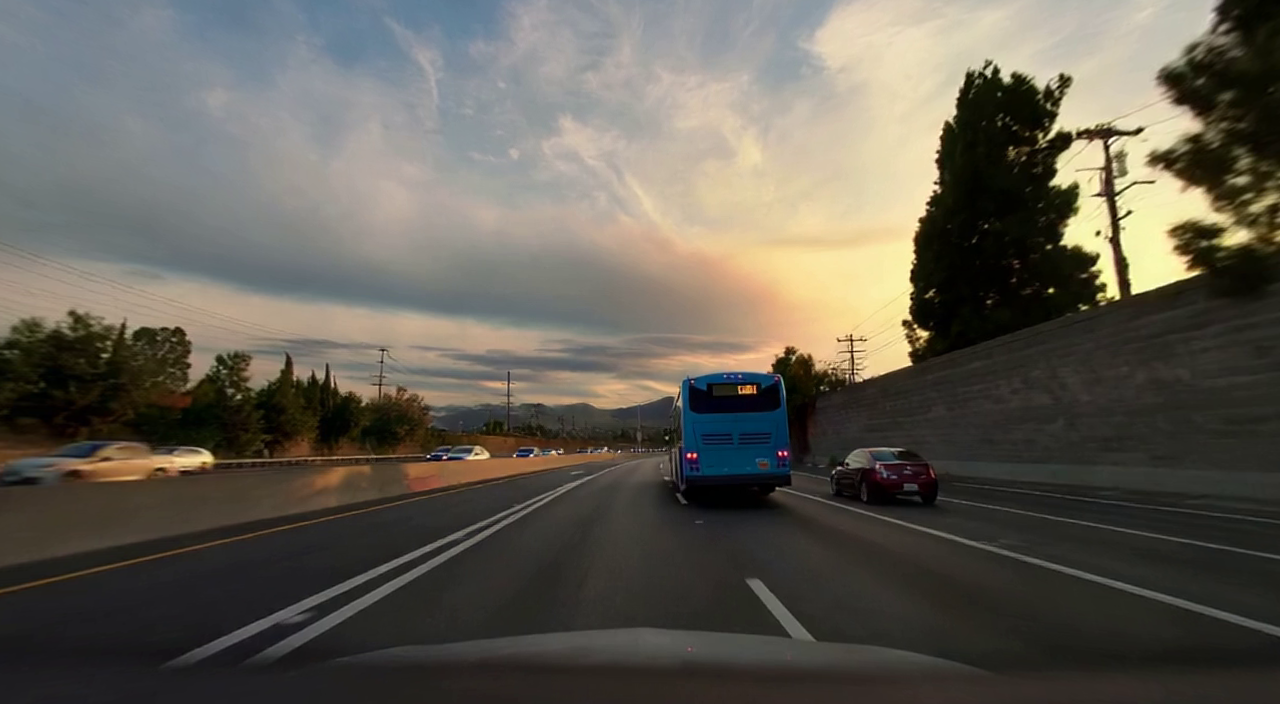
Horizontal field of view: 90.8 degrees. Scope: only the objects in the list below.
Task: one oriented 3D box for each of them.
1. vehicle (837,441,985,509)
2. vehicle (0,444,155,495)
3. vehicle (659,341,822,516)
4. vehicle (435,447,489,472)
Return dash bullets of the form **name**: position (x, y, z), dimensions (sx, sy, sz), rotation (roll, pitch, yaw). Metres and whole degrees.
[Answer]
- **vehicle**: position (7.010, 3.182, 16.978), dimensions (2.047, 1.479, 4.593), rotation (-3, -8, 2)
- **vehicle**: position (-21.877, 4.510, 24.722), dimensions (2.032, 1.761, 4.536), rotation (0, -9, 2)
- **vehicle**: position (2.246, 2.632, 20.195), dimensions (3.144, 3.580, 14.591), rotation (0, -9, 1)
- **vehicle**: position (-11.491, 6.970, 41.174), dimensions (2.012, 1.527, 4.519), rotation (-1, -9, 3)
